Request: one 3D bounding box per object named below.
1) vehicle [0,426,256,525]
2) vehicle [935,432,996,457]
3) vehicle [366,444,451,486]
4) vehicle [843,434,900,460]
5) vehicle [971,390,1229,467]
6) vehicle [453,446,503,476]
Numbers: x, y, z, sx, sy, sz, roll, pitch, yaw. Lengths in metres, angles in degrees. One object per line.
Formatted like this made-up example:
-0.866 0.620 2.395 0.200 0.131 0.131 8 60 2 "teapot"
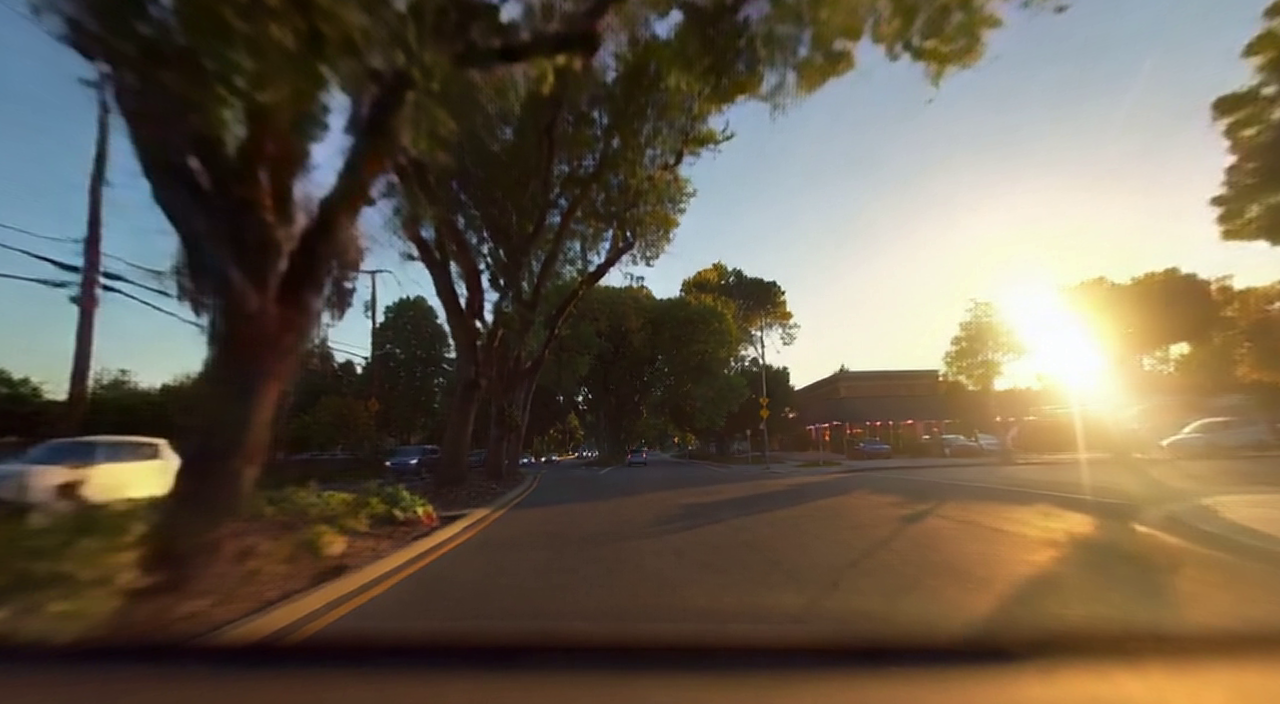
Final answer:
-11.861 2.686 14.429 2.471 1.783 5.903 0 -9 -1 "vehicle"
24.246 6.981 47.201 1.996 1.723 4.576 0 -10 -1 "vehicle"
-10.686 5.248 29.544 2.189 1.747 4.651 0 -9 0 "vehicle"
16.992 7.074 46.544 2.021 1.753 4.941 -1 -9 -4 "vehicle"
19.022 3.258 26.493 8.462 3.012 2.906 0 -9 -1 "vehicle"
-10.693 7.216 42.016 2.000 1.817 4.624 0 -9 1 "vehicle"
